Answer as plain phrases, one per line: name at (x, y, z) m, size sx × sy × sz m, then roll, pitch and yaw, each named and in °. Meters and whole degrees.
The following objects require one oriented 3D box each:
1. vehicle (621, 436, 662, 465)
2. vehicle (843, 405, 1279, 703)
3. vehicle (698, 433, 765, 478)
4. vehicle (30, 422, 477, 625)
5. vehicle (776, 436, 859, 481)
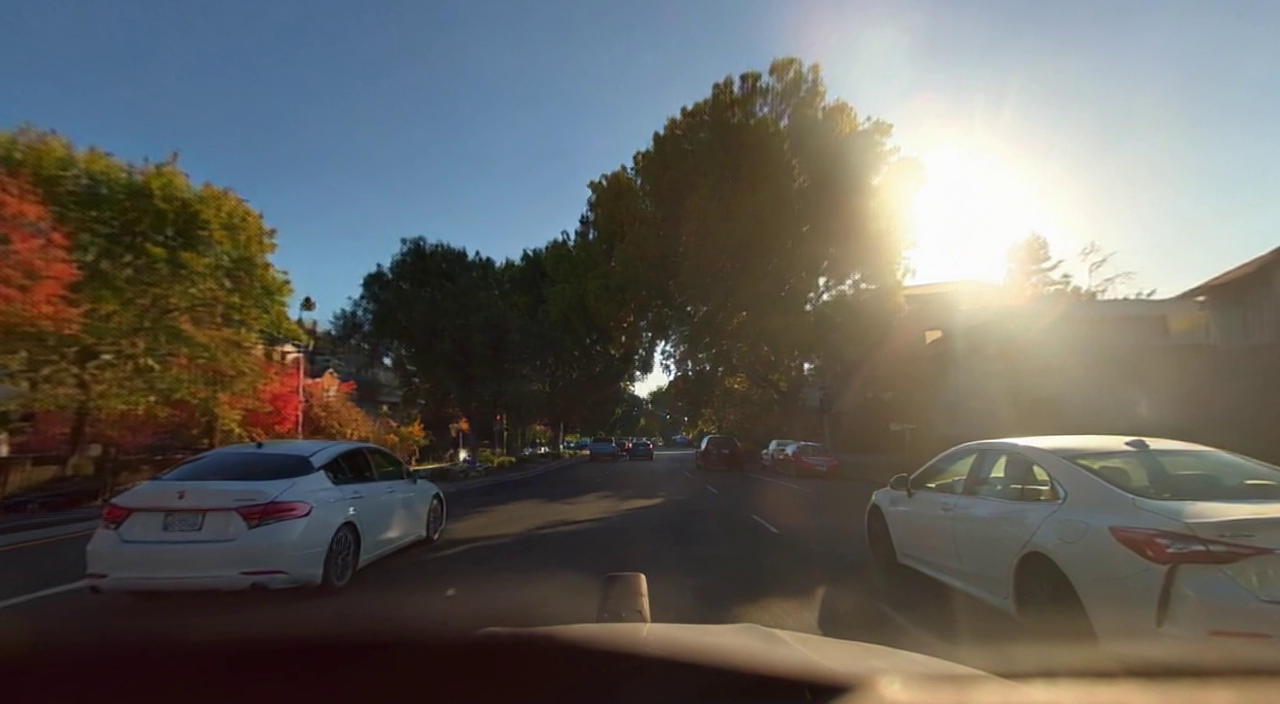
vehicle at (0.092, 5.933, 37.882) m, size 2.293 × 1.662 × 4.262 m, roll 0°, pitch -8°, yaw 0°
vehicle at (3.320, 1.281, 4.791) m, size 2.060 × 1.474 × 4.475 m, roll 0°, pitch -8°, yaw 0°
vehicle at (3.619, 4.191, 25.674) m, size 2.019 × 1.675 × 4.488 m, roll 0°, pitch -8°, yaw 0°
vehicle at (-3.471, 1.604, 6.984) m, size 1.997 × 1.479 × 4.547 m, roll 0°, pitch -8°, yaw 1°
vehicle at (7.001, 4.230, 25.261) m, size 1.933 × 1.647 × 4.487 m, roll 0°, pitch -8°, yaw -1°
